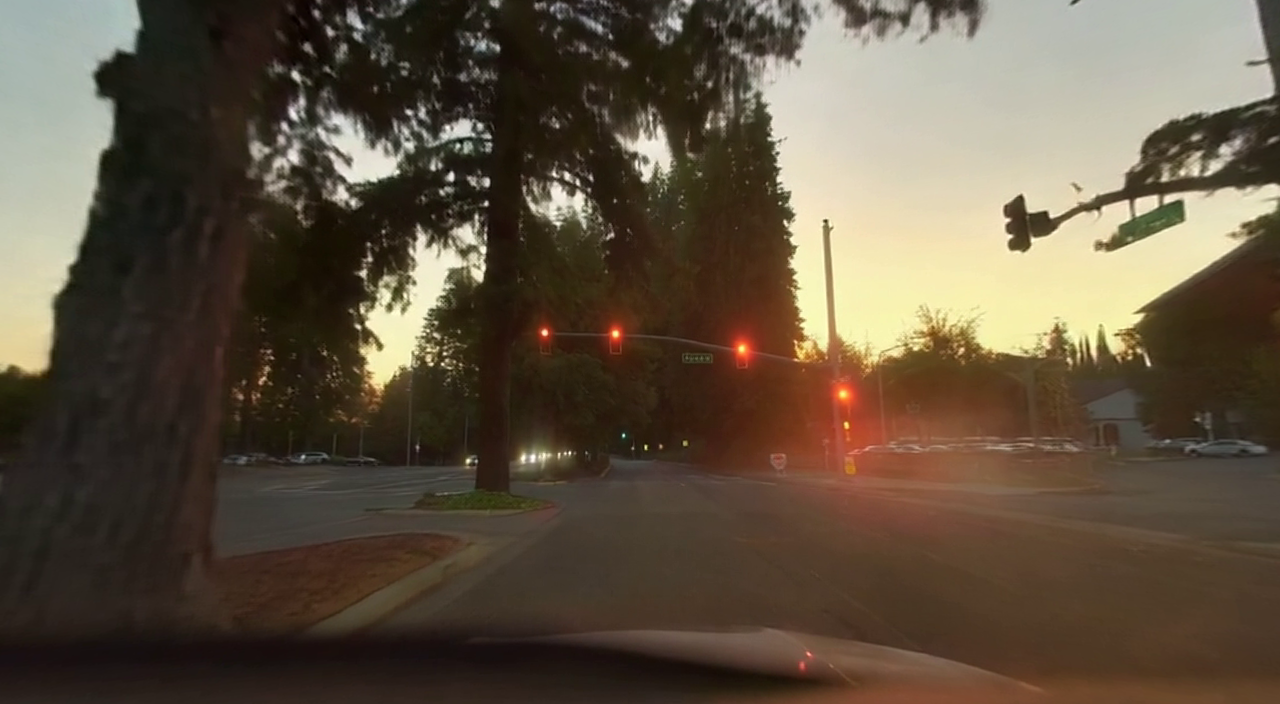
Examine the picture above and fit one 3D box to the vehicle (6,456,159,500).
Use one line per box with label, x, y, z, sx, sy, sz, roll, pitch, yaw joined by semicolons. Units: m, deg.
vehicle;-21.374;4.802;24.439;1.965;1.475;4.269;0;-8;1
